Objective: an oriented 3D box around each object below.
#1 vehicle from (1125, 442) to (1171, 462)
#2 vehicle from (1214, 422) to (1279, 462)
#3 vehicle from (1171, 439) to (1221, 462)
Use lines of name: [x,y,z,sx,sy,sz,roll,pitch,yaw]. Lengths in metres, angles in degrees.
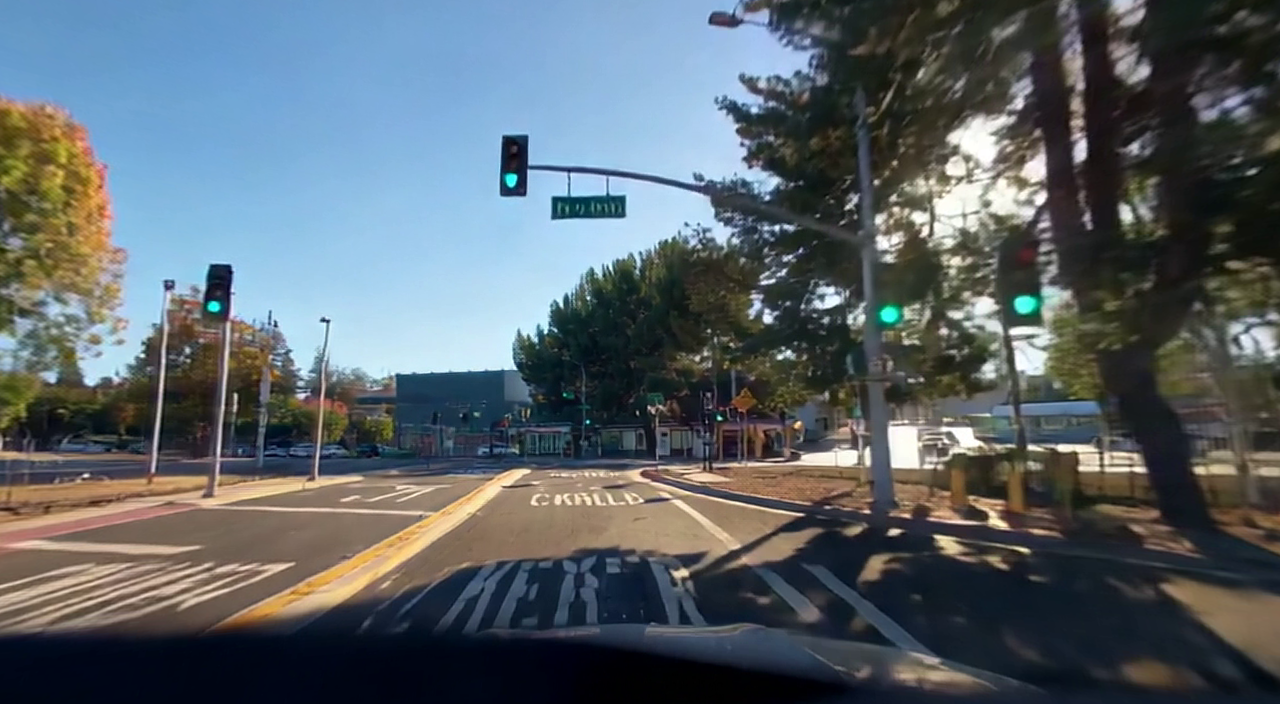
vehicle: [39.595,7.752,49.010,1.926,1.441,3.860,-3,-8,26]
vehicle: [45.585,6.635,46.701,2.420,2.792,6.047,-4,-8,26]
vehicle: [42.641,7.526,48.195,1.870,1.458,3.667,-4,-6,26]
